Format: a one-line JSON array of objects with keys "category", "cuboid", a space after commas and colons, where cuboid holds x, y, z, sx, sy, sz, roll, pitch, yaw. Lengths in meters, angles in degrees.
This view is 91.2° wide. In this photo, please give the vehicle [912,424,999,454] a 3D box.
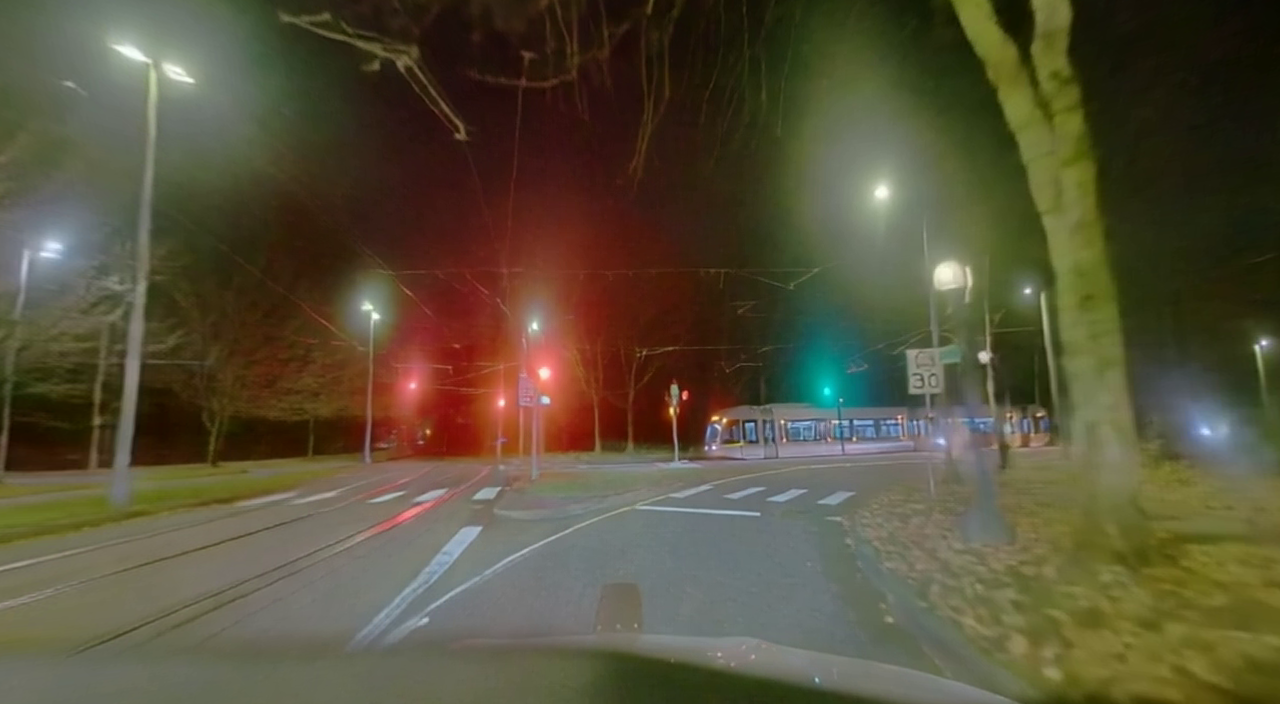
[{"category": "vehicle", "cuboid": [19.690, 5.449, 39.110, 4.687, 1.760, 2.028, 3, -9, -18]}]

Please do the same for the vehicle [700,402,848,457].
[{"category": "vehicle", "cuboid": [9.857, 5.782, 46.181, 10.391, 3.725, 2.904, 2, -9, -15]}]

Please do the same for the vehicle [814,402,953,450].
[{"category": "vehicle", "cuboid": [19.156, 5.865, 49.253, 10.440, 3.509, 2.903, 2, -8, -16]}]
